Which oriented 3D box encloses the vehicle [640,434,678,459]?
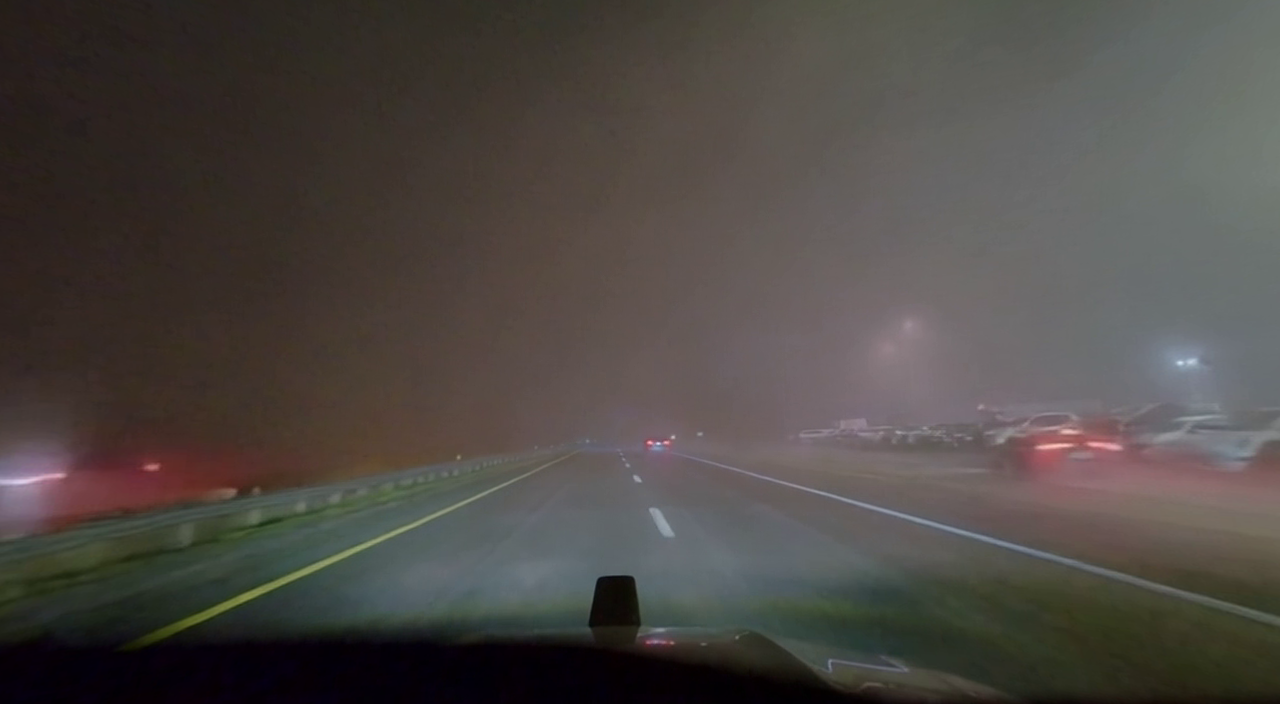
[{"bbox_3d":[1.137,5.843,39.081,2.037,1.504,4.248,0,-8,-2],"label":"vehicle"}]
